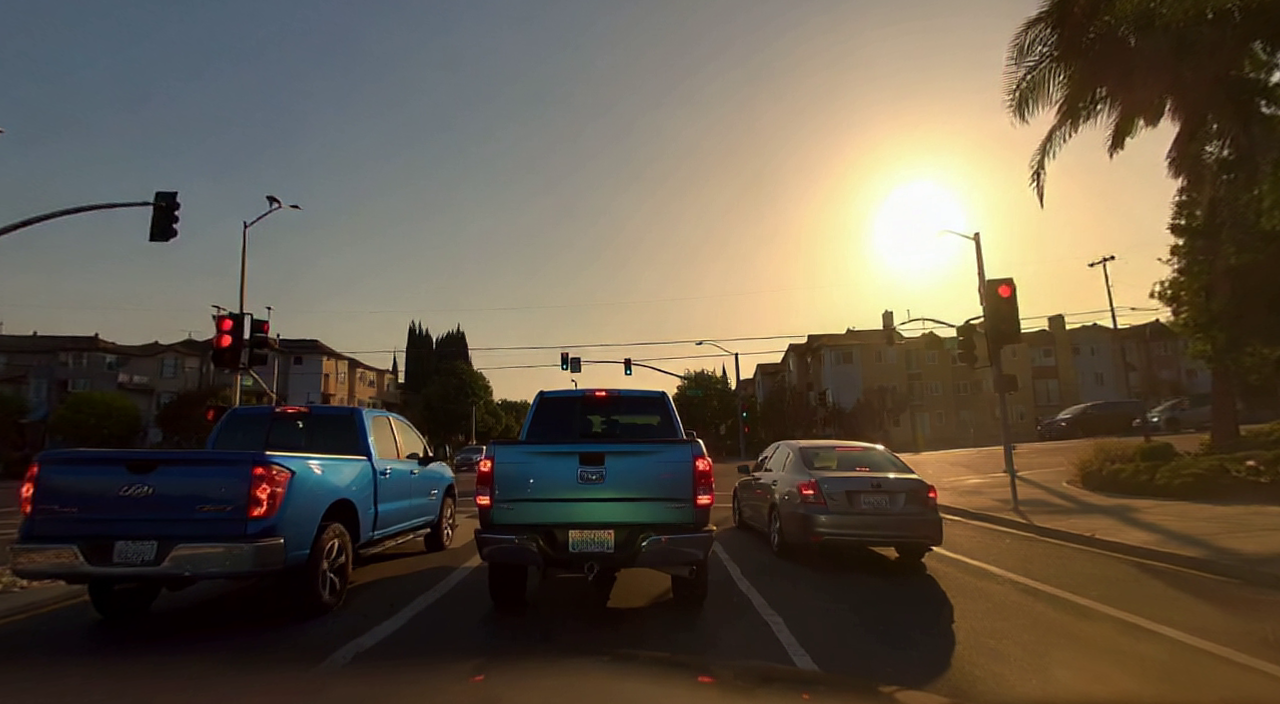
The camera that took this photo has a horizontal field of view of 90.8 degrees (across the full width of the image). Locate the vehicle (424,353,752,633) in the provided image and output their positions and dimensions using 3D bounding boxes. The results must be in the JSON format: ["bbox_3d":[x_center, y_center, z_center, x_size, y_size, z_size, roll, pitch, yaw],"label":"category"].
[{"bbox_3d":[-0.395,1.309,6.733,2.282,1.964,4.421,0,-9,-1],"label":"vehicle"}]

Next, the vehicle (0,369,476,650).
[{"bbox_3d":[-3.458,1.408,6.784,2.146,1.828,5.148,0,-9,-2],"label":"vehicle"}]

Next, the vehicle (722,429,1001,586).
[{"bbox_3d":[2.411,1.819,8.286,2.016,1.481,4.336,0,-9,-1],"label":"vehicle"}]

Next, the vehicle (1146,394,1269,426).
[{"bbox_3d":[29.267,3.034,32.688,4.540,1.543,1.803,0,-9,1],"label":"vehicle"}]

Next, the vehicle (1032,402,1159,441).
[{"bbox_3d":[23.297,3.603,32.472,4.721,1.866,2.188,0,-9,2],"label":"vehicle"}]
